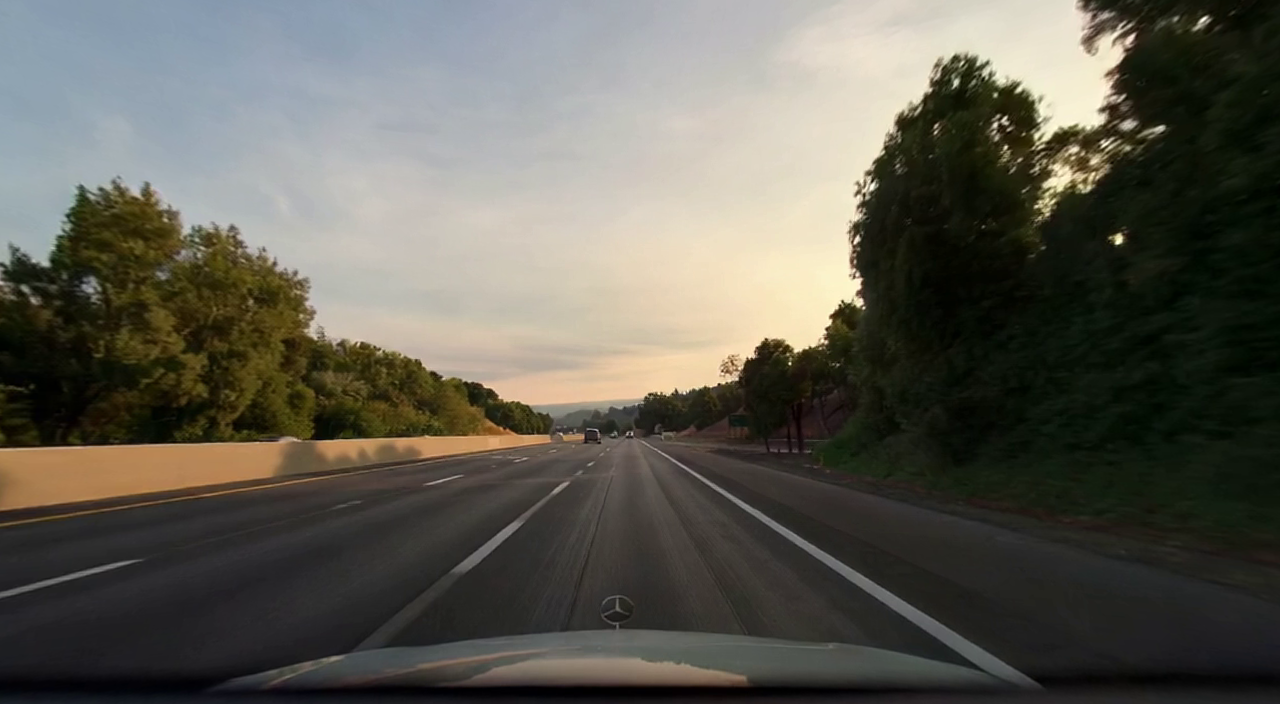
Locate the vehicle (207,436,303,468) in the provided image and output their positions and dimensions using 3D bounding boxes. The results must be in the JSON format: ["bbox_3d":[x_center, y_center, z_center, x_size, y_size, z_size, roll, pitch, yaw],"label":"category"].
[{"bbox_3d":[-19.169,4.957,31.647,2.056,1.492,4.392,0,-8,-1],"label":"vehicle"}]
